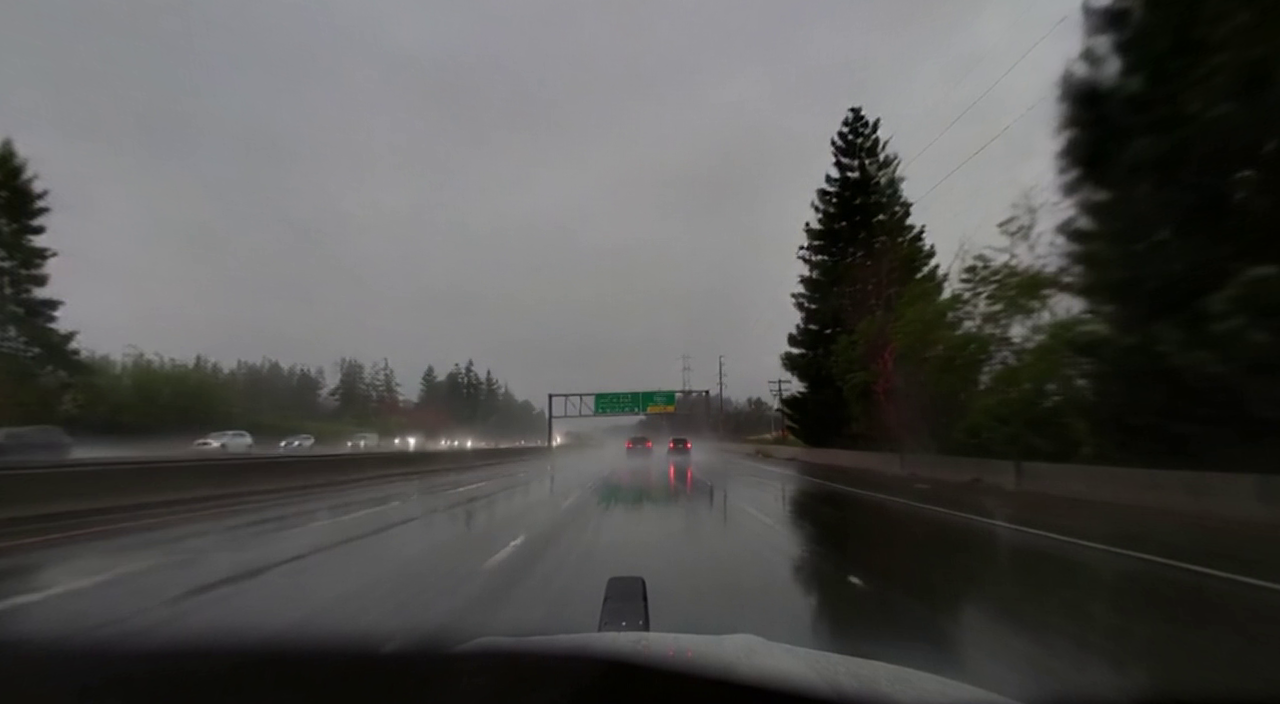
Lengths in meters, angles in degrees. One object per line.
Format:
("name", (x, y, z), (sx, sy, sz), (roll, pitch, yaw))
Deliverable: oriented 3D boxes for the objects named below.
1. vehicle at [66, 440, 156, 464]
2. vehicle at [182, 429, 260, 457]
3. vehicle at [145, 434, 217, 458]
("vehicle", (-33.861, 6.417, 40.527), (1.702, 1.418, 4.680), (-1, -8, 0))
("vehicle", (-26.397, 5.749, 39.898), (1.924, 1.655, 4.406), (-1, -8, -1))
("vehicle", (-30.033, 6.176, 41.395), (1.752, 1.503, 3.977), (-1, -8, 0))
